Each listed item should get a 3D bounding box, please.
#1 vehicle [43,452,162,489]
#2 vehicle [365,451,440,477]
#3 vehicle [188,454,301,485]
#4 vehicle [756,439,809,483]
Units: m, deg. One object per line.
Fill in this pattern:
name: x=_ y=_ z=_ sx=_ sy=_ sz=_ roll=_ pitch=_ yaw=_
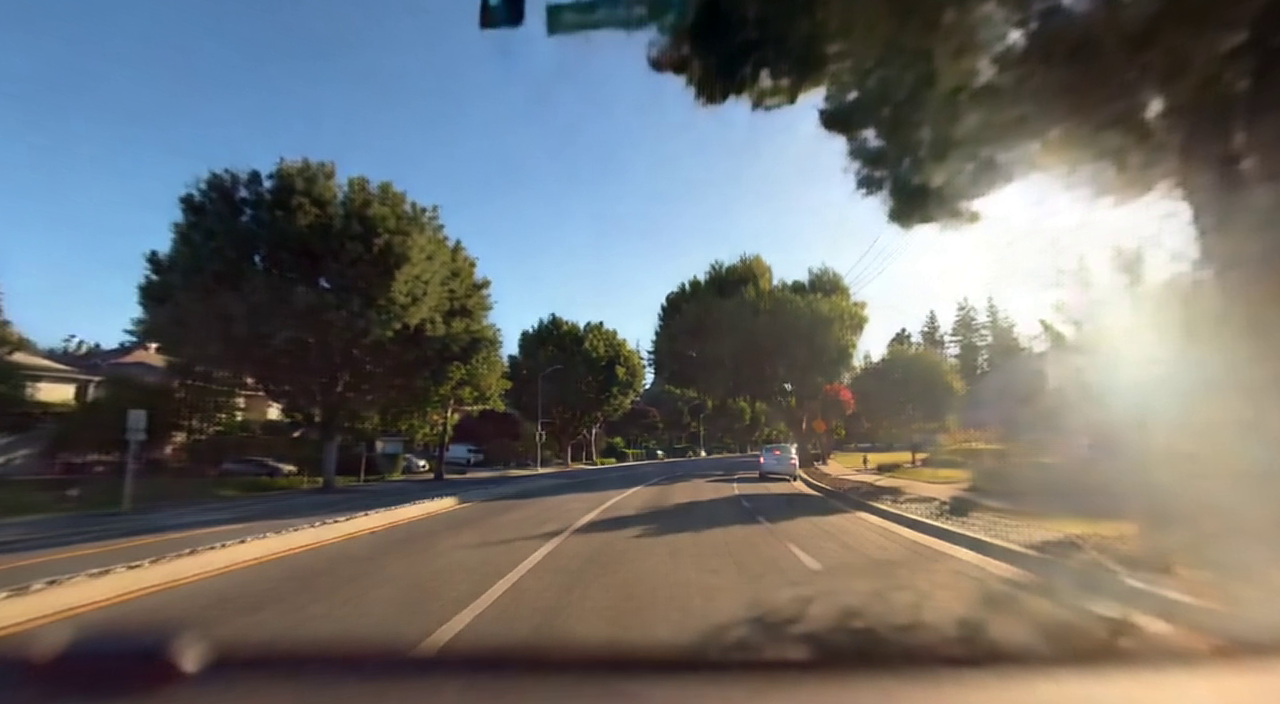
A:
vehicle: x=-26.906 y=5.915 z=31.731 sx=4.164 sy=1.720 sz=2.019 roll=0 pitch=-7 yaw=3
vehicle: x=-15.441 y=7.270 z=41.146 sx=4.284 sy=1.549 sz=1.828 roll=-2 pitch=-9 yaw=15
vehicle: x=-19.852 y=5.885 z=31.810 sx=4.658 sy=1.482 sz=1.879 roll=-2 pitch=-9 yaw=10
vehicle: x=6.256 y=4.815 z=28.166 sx=1.989 sy=1.782 sz=4.351 roll=-1 pitch=-9 yaw=9
